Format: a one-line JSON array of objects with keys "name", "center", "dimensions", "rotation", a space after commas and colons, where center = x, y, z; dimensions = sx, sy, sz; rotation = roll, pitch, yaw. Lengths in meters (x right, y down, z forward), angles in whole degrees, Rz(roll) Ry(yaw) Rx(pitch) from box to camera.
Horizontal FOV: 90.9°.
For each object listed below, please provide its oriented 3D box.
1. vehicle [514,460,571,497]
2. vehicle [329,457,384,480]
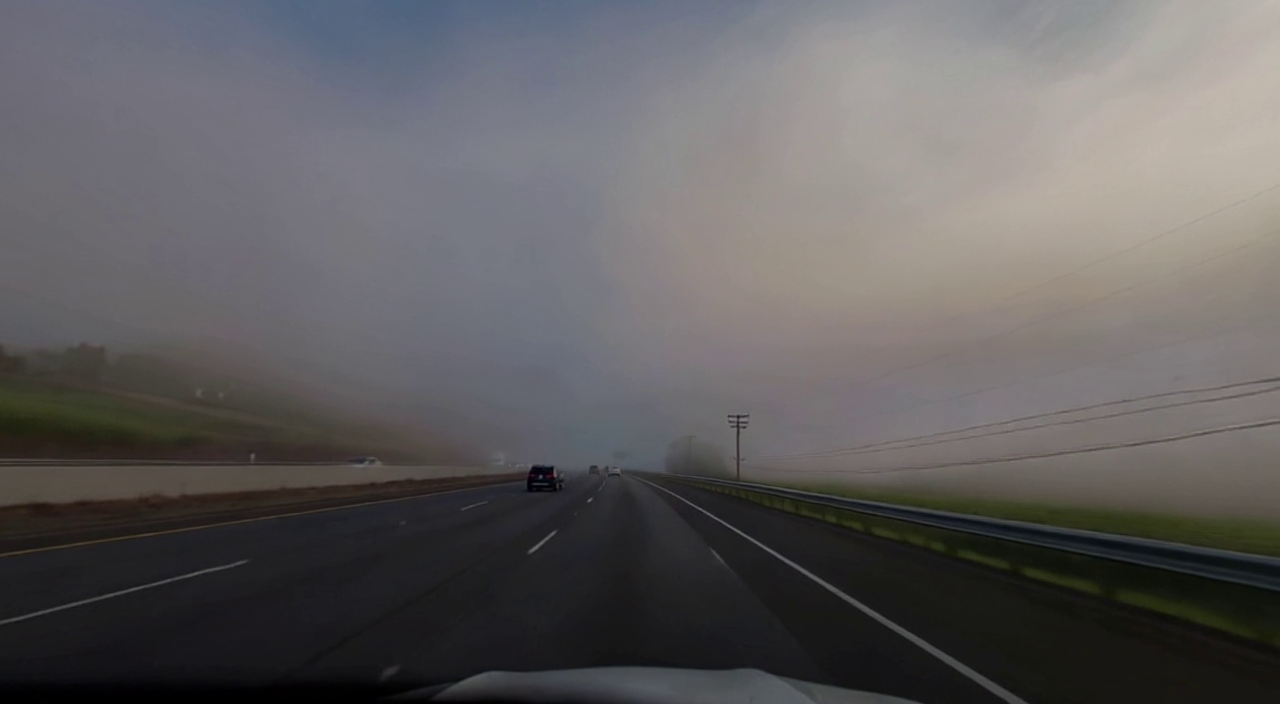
[{"name": "vehicle", "center": [-4.940, 6.518, 32.625], "dimensions": [2.194, 1.704, 4.421], "rotation": [1, -10, 0]}, {"name": "vehicle", "center": [-20.551, 8.465, 45.880], "dimensions": [1.830, 1.506, 4.791], "rotation": [1, -10, -1]}]
